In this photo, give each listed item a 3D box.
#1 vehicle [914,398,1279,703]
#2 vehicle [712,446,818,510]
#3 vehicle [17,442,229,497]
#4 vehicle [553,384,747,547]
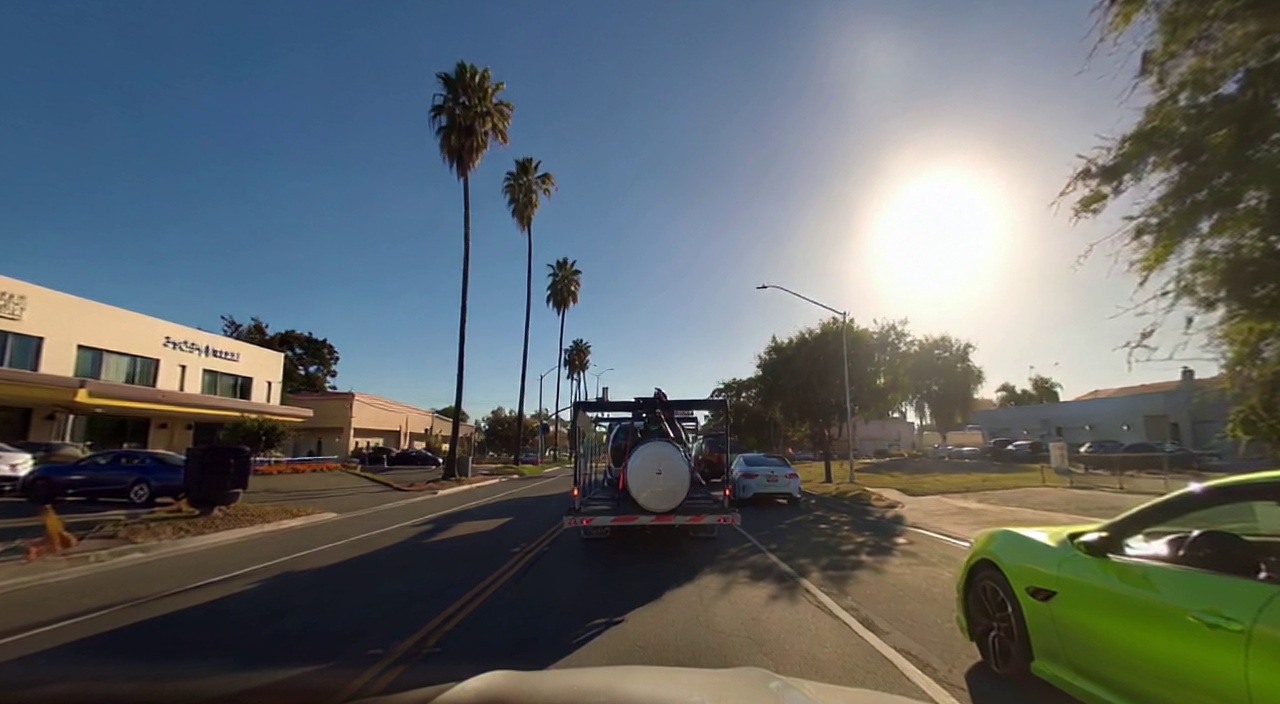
[{"bbox_3d":[3.042,0.904,1.890,2.171,1.520,4.853,0,-8,-1],"label":"vehicle"},{"bbox_3d":[3.231,3.328,17.143,2.010,1.499,4.107,0,-8,0],"label":"vehicle"},{"bbox_3d":[-15.084,3.427,18.526,4.490,1.500,1.875,0,-8,-2],"label":"vehicle"},{"bbox_3d":[0.168,2.081,12.200,2.728,2.305,6.506,0,-8,1],"label":"vehicle"}]
